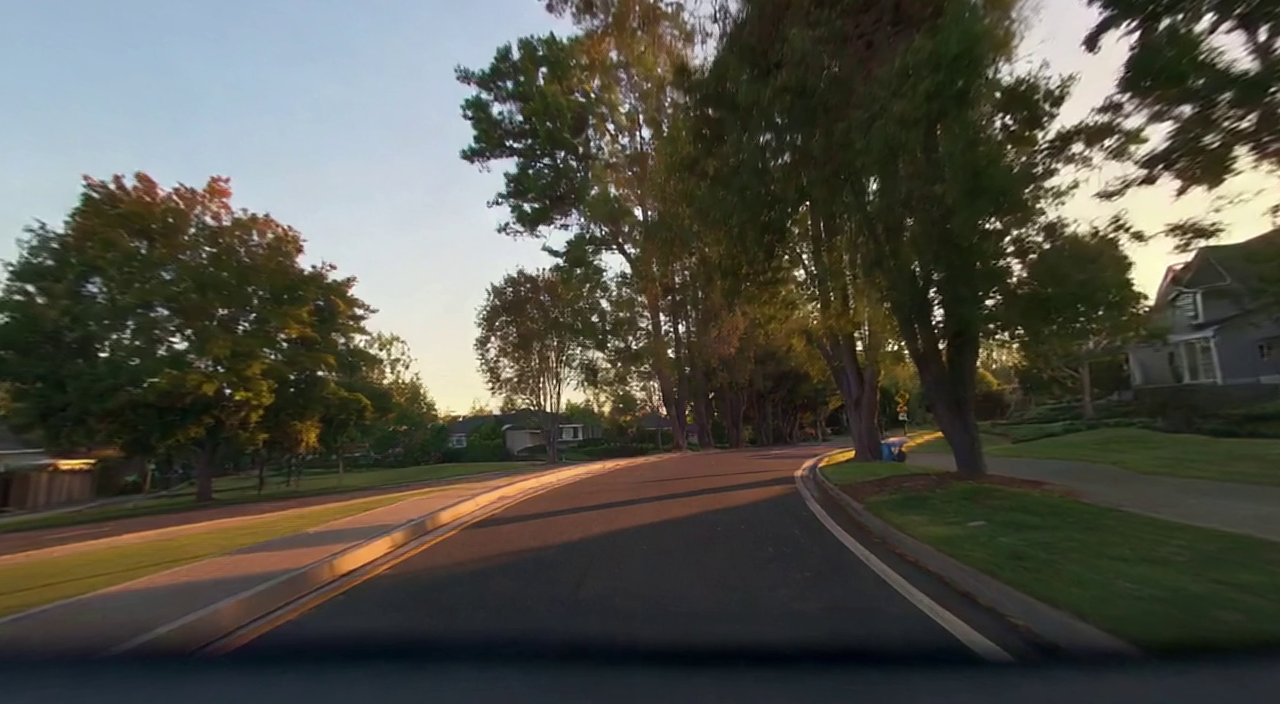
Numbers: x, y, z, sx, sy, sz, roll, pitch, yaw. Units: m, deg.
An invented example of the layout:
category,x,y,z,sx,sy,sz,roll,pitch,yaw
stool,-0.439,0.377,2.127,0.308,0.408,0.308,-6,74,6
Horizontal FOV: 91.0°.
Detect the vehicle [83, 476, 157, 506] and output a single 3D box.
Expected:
category,x,y,z,sx,sy,sz,roll,pitch,yaw
vehicle,-36.310,9.675,44.085,1.978,1.724,4.458,1,-9,-11
